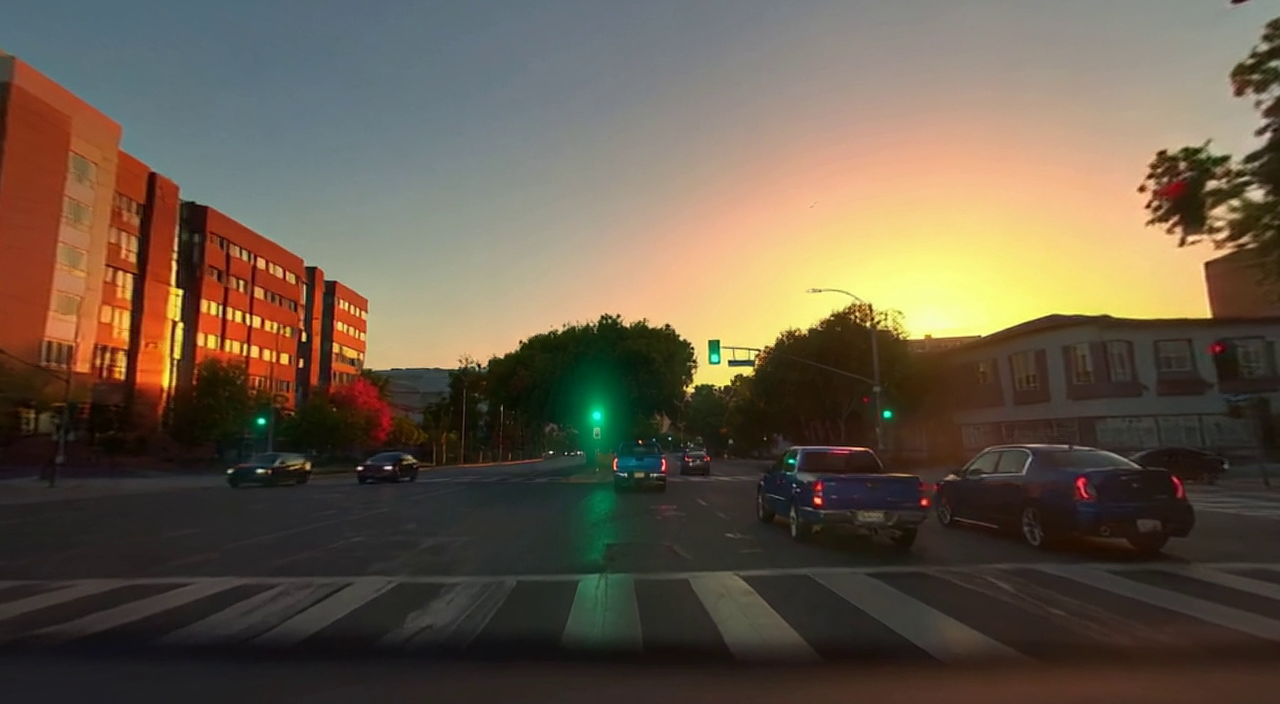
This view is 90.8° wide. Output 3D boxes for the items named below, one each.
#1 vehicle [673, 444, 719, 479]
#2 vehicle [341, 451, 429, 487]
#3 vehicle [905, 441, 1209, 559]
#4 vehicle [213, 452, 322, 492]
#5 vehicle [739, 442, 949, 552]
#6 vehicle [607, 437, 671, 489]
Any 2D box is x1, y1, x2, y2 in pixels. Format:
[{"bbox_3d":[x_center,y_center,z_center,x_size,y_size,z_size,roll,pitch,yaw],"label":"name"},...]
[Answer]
[{"bbox_3d":[3.034,5.979,34.849,2.013,1.742,4.424,0,-8,-1],"label":"vehicle"},{"bbox_3d":[-11.399,5.230,28.617,1.989,1.459,4.667,0,-8,1],"label":"vehicle"},{"bbox_3d":[6.277,2.225,10.379,1.855,1.469,4.598,0,-8,0],"label":"vehicle"},{"bbox_3d":[-15.532,4.994,26.662,1.915,1.491,4.347,0,-8,0],"label":"vehicle"},{"bbox_3d":[3.138,2.307,10.869,2.057,1.463,4.365,0,-8,-1],"label":"vehicle"},{"bbox_3d":[-0.073,4.419,25.578,2.344,1.883,4.572,0,-8,0],"label":"vehicle"}]
